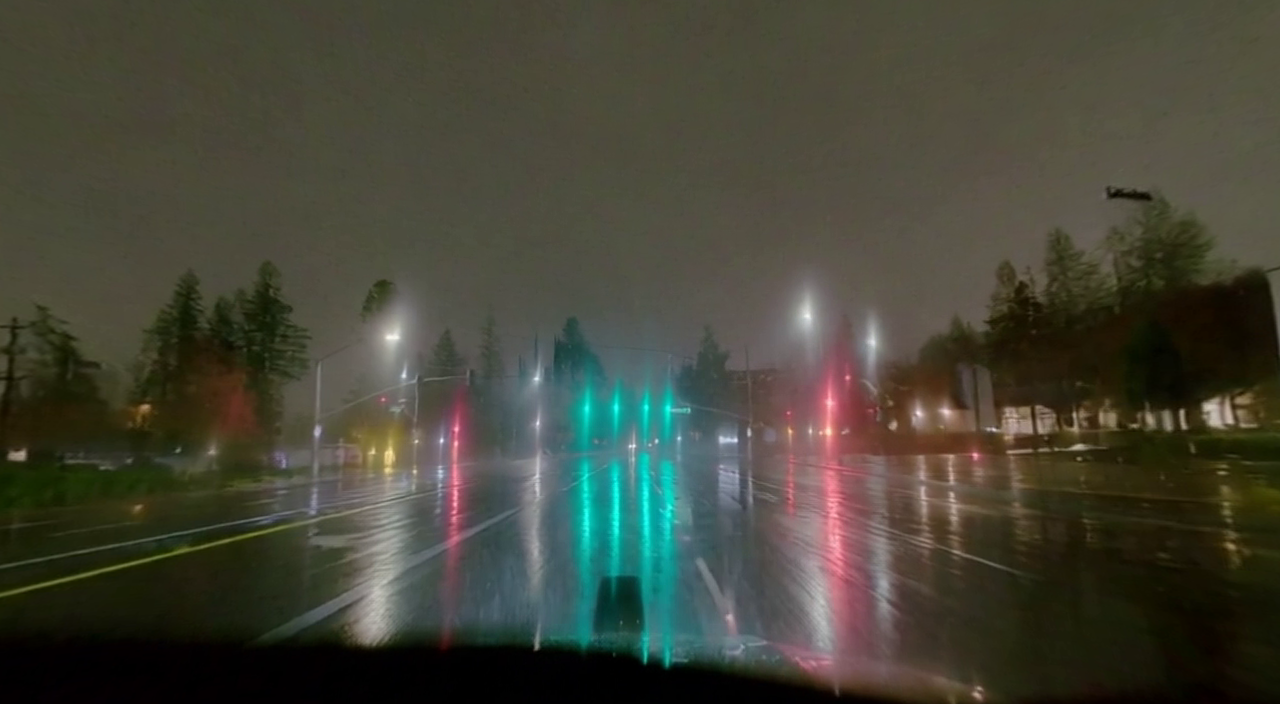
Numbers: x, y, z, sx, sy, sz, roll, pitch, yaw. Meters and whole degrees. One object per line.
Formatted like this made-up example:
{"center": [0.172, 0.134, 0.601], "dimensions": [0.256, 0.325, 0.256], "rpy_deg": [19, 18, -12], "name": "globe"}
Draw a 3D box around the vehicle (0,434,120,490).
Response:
{"center": [-42.666, 7.724, 44.912], "dimensions": [2.967, 3.537, 10.275], "rpy_deg": [0, -9, -2], "name": "vehicle"}
